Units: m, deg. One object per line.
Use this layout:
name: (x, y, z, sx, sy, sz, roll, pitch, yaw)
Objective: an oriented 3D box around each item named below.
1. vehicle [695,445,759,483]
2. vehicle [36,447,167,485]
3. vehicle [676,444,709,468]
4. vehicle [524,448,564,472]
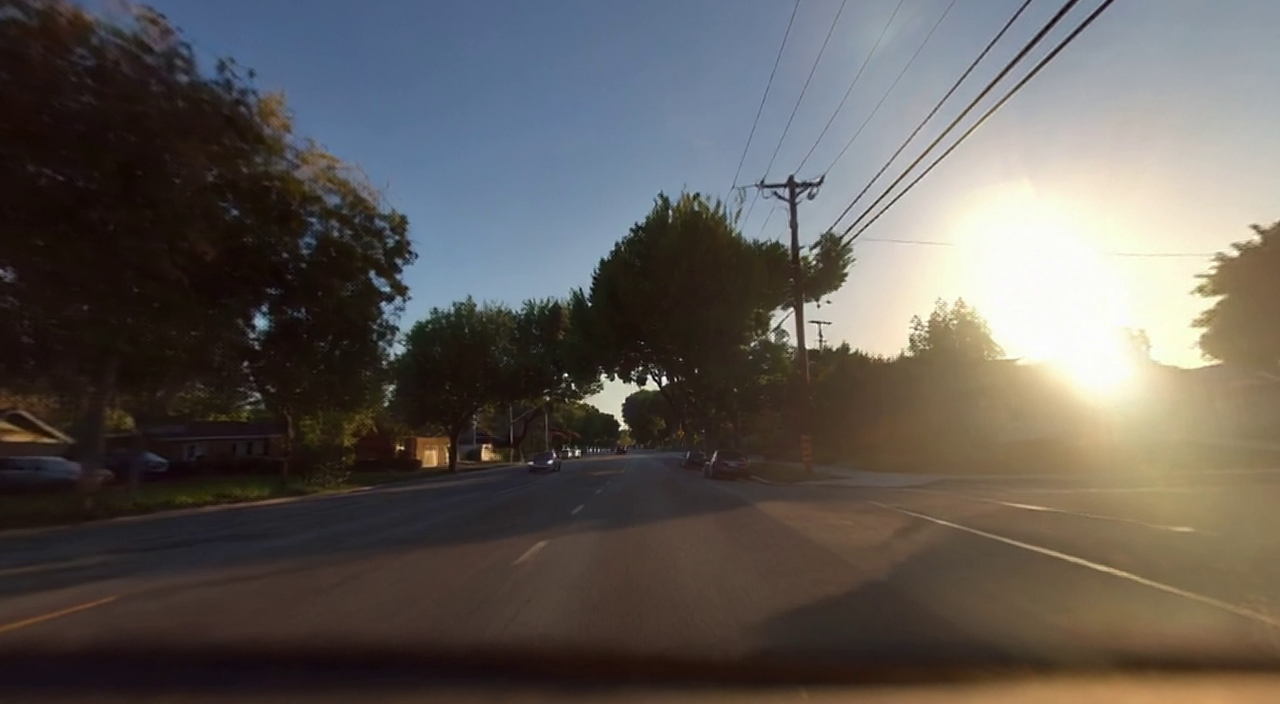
vehicle: (3.736, 4.885, 27.940, 2.031, 1.500, 4.590, -1, -8, -1)
vehicle: (-28.639, 6.054, 33.725, 4.750, 1.845, 2.382, -1, -8, -1)
vehicle: (3.977, 7.986, 48.707, 2.020, 1.690, 4.621, -1, -9, -1)
vehicle: (-6.501, 7.322, 43.189, 2.049, 1.494, 4.226, -1, -8, 0)
